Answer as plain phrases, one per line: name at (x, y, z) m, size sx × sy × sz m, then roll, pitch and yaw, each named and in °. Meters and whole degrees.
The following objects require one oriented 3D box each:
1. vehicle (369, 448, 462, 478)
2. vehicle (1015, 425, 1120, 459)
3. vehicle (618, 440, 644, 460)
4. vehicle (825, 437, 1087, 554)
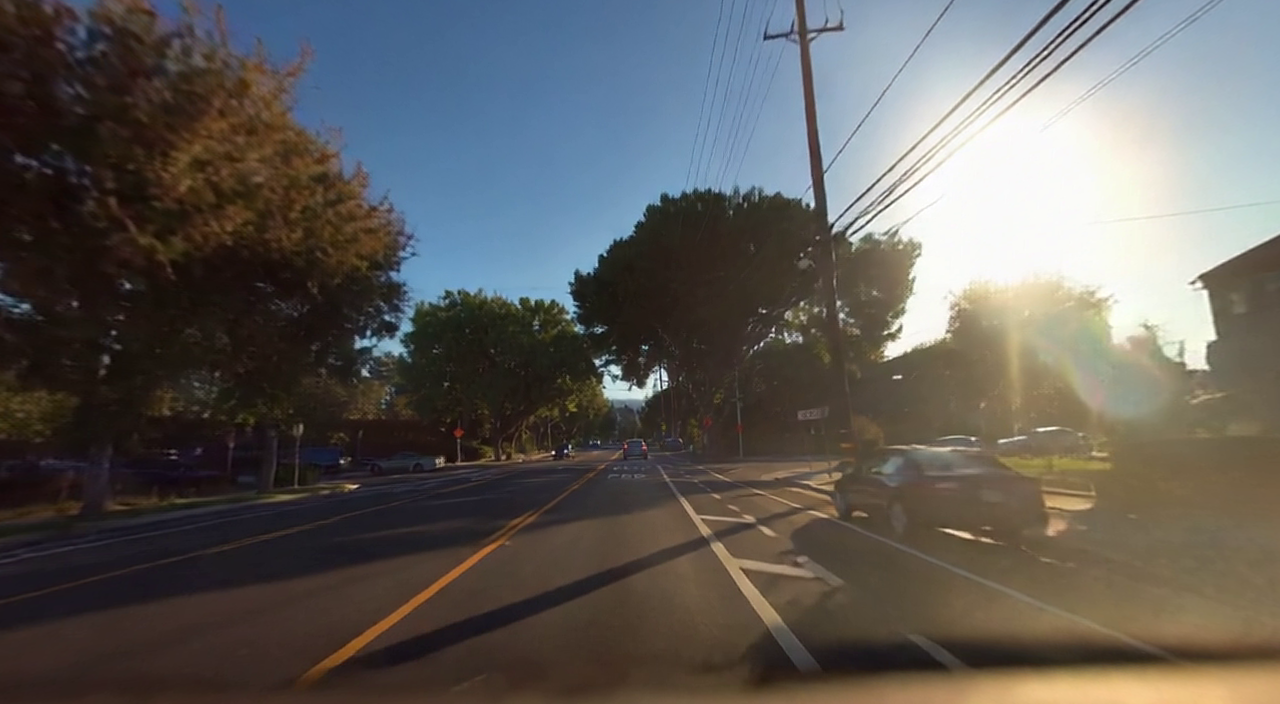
vehicle at (-14.173, 7.006, 40.112) m, size 5.190 × 1.502 × 2.085 m, roll -3°, pitch -9°, yaw -1°
vehicle at (25.161, 5.320, 37.301) m, size 4.597 × 1.961 × 2.087 m, roll -1°, pitch -8°, yaw 2°
vehicle at (-0.703, 7.422, 47.891) m, size 1.877 × 1.448 × 3.830 m, roll 0°, pitch -9°, yaw -1°
vehicle at (4.739, 2.185, 10.442) m, size 1.987 × 1.479 × 4.562 m, roll 0°, pitch -9°, yaw 0°
